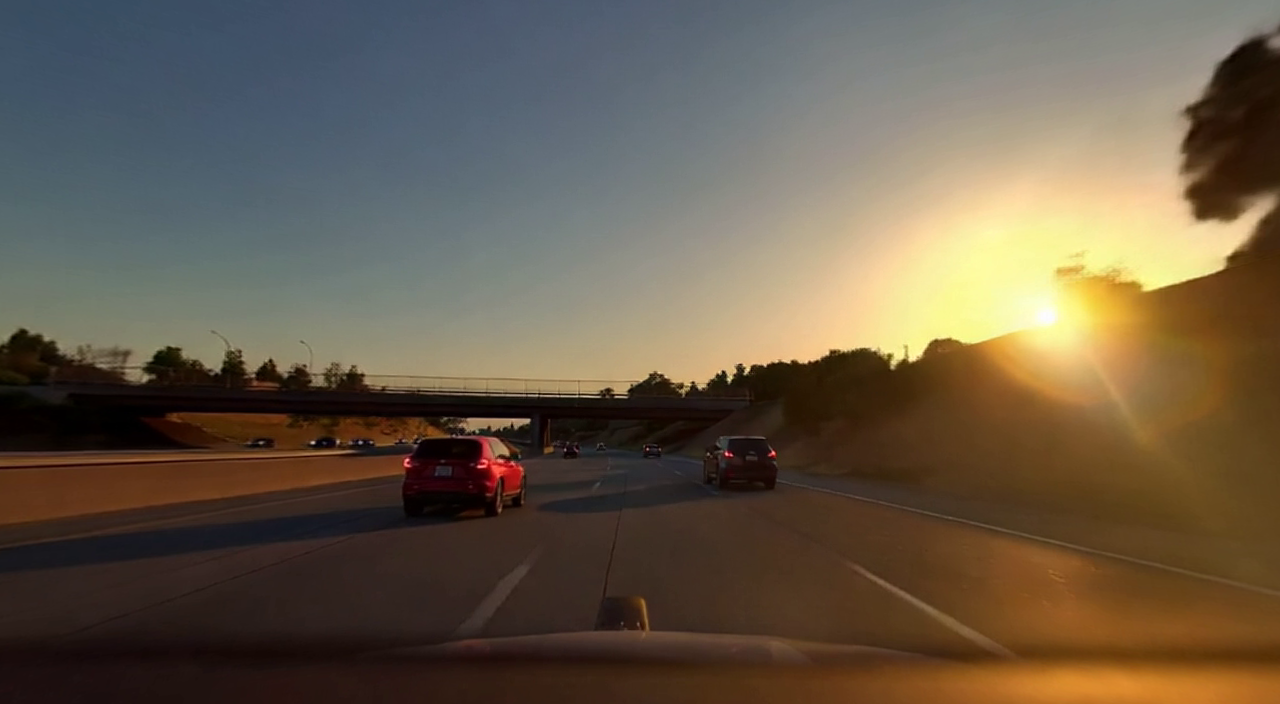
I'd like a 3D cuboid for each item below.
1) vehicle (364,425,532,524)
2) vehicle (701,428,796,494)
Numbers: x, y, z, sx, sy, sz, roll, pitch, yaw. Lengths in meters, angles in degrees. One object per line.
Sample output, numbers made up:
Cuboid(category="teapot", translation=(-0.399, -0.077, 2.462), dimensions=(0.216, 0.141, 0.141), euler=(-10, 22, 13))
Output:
Cuboid(category="vehicle", translation=(-3.832, 2.554, 13.613), dimensions=(2.214, 1.743, 4.465), euler=(0, -9, 0))
Cuboid(category="vehicle", translation=(3.341, 3.481, 20.384), dimensions=(2.153, 1.860, 4.689), euler=(0, -9, -1))
